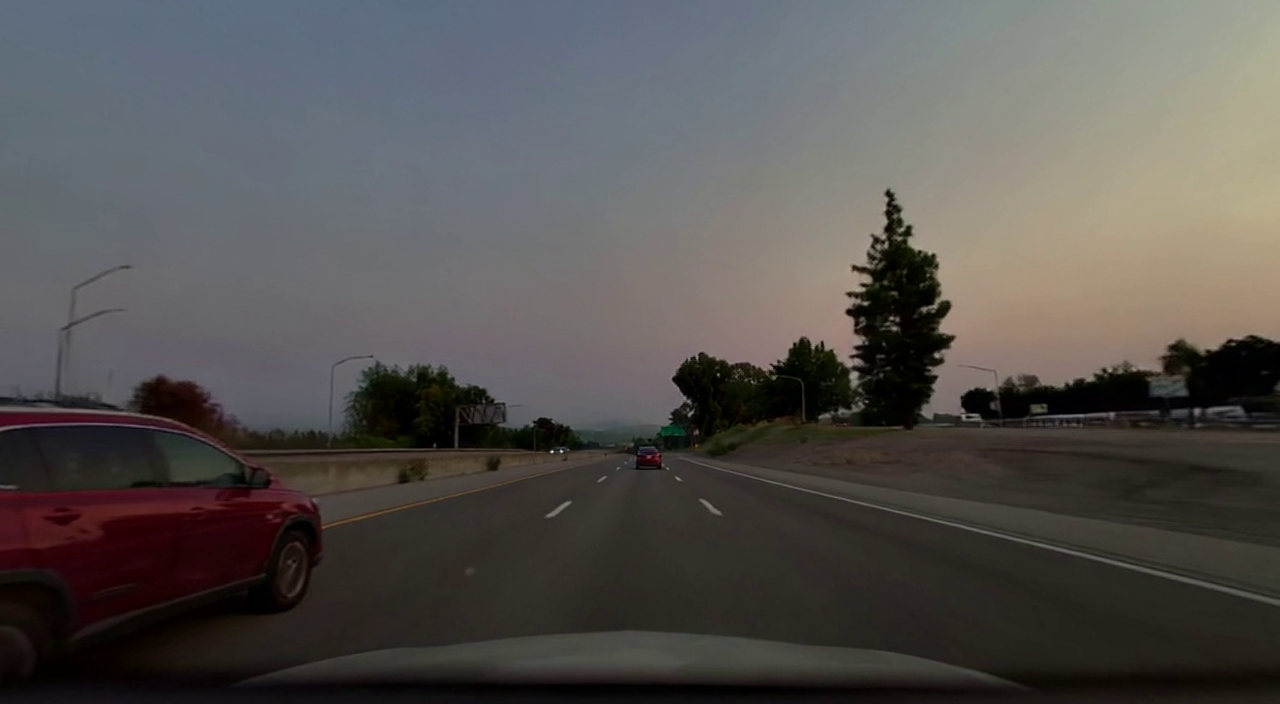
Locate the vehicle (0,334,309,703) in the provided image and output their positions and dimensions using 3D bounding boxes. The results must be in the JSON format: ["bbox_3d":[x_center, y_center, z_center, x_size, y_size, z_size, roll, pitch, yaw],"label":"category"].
[{"bbox_3d":[-3.875,0.859,2.893,2.139,1.804,4.611,0,-9,1],"label":"vehicle"}]

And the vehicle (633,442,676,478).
[{"bbox_3d":[0.705,5.571,32.732,2.087,1.682,4.388,0,-9,0],"label":"vehicle"}]
